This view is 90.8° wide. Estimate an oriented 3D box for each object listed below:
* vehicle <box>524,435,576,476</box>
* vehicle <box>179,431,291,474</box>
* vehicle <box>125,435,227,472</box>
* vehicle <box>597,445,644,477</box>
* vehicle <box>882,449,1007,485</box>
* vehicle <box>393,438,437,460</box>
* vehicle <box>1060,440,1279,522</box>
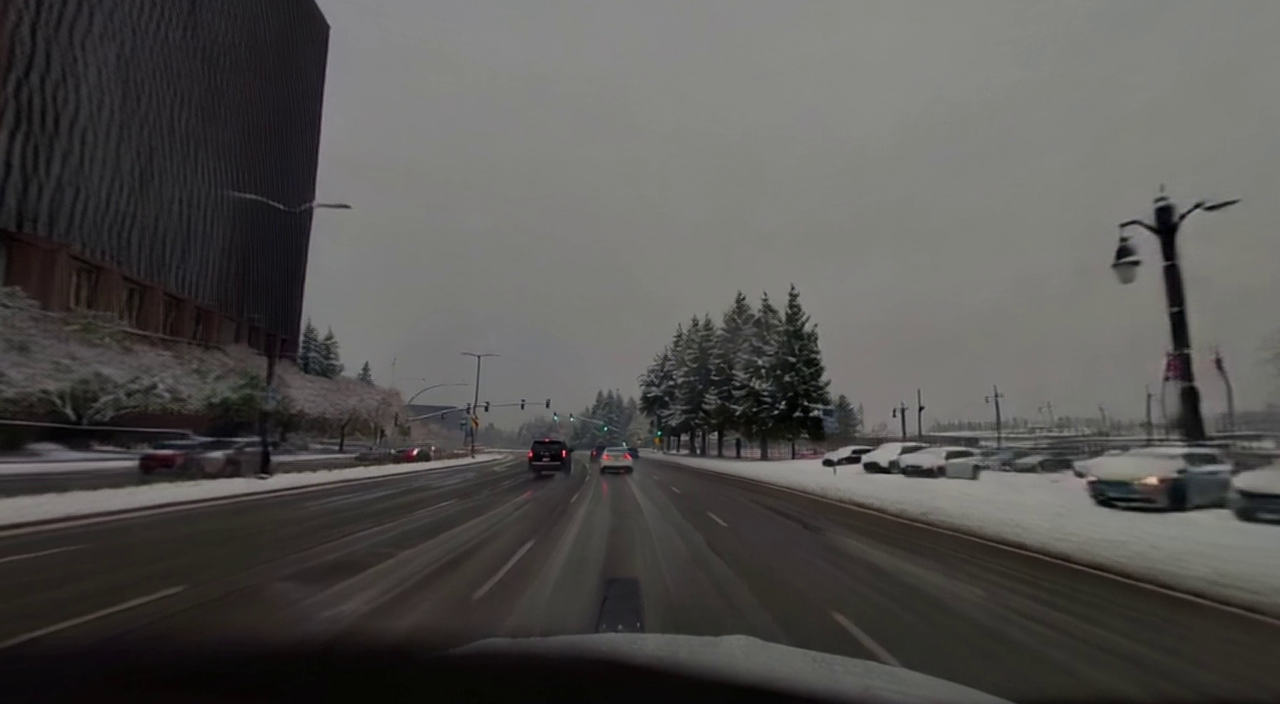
[{"bbox_3d":[-4.209,4.904,30.159,2.001,1.784,4.483,0,-8,-2],"label":"vehicle"},{"bbox_3d":[-18.472,4.593,29.188,2.087,1.788,4.999,0,-8,-3],"label":"vehicle"},{"bbox_3d":[-22.332,4.887,30.644,1.849,1.657,4.360,0,-8,-4],"label":"vehicle"},{"bbox_3d":[-0.973,5.148,30.033,2.050,1.385,4.096,0,-8,-3],"label":"vehicle"},{"bbox_3d":[13.248,5.018,27.705,4.470,1.429,1.878,0,-7,2],"label":"vehicle"},{"bbox_3d":[-16.977,7.345,47.897,1.856,1.625,4.574,0,-8,-3],"label":"vehicle"},{"bbox_3d":[13.310,3.204,15.976,3.965,1.702,1.817,-3,-7,1],"label":"vehicle"}]
